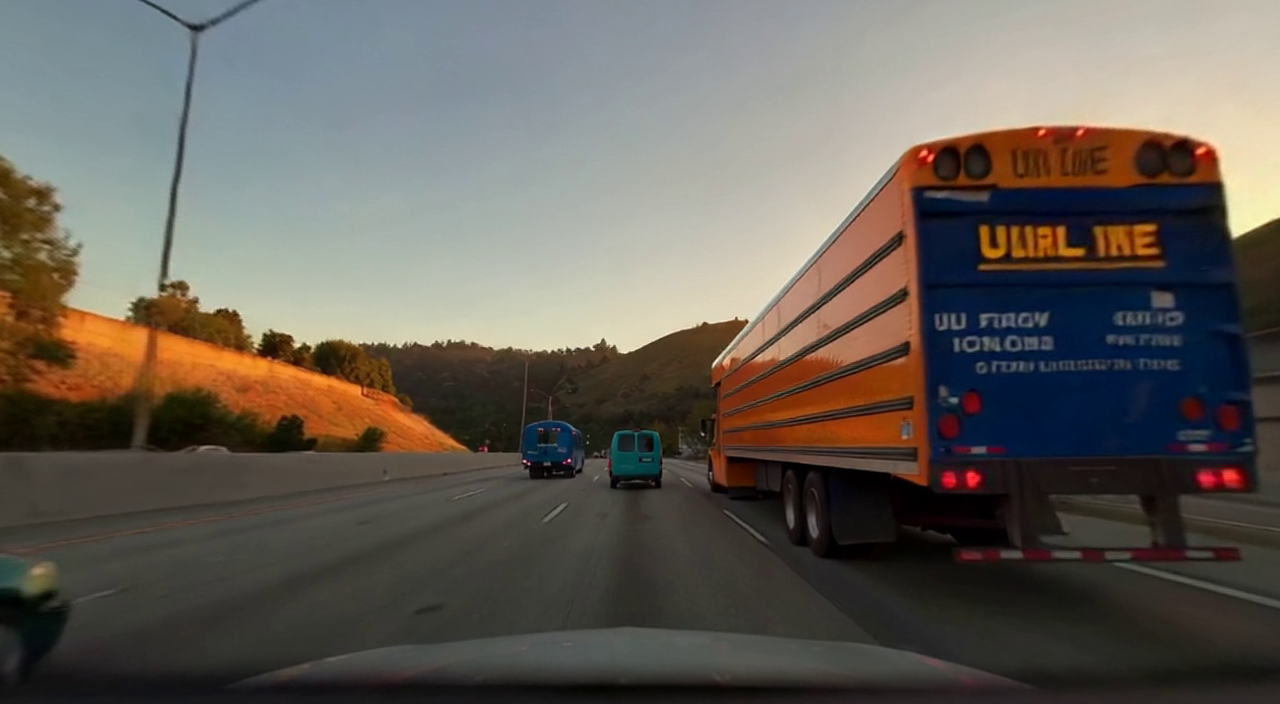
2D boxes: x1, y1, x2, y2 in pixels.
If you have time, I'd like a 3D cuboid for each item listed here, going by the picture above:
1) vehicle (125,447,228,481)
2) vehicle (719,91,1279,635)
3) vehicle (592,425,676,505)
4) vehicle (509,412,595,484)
[{"bbox_3d":[-24.869,5.990,34.122,1.997,1.686,4.767,0,-9,-1],"label":"vehicle"},{"bbox_3d":[3.855,0.975,11.274,3.006,4.101,13.245,0,-9,-1],"label":"vehicle"},{"bbox_3d":[-0.224,3.098,17.595,2.037,1.929,4.343,0,-9,-2],"label":"vehicle"},{"bbox_3d":[-3.974,4.638,30.463,2.947,3.009,7.991,0,-9,0],"label":"vehicle"}]
